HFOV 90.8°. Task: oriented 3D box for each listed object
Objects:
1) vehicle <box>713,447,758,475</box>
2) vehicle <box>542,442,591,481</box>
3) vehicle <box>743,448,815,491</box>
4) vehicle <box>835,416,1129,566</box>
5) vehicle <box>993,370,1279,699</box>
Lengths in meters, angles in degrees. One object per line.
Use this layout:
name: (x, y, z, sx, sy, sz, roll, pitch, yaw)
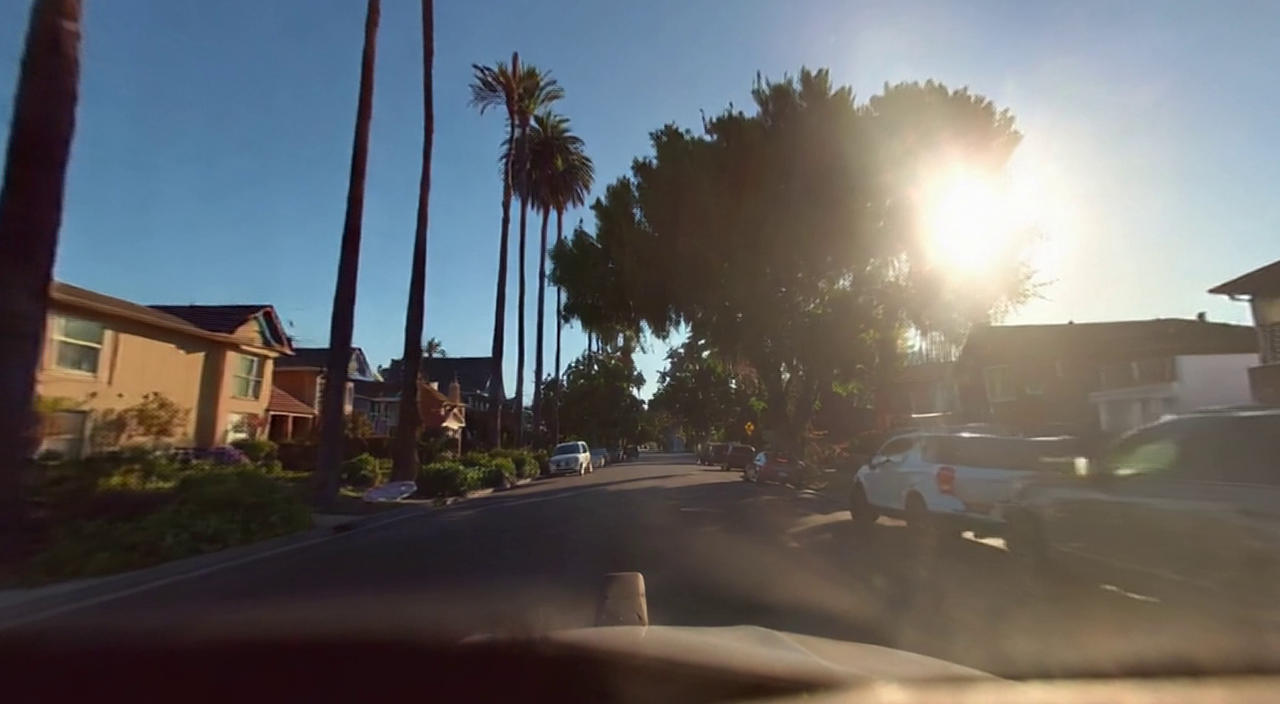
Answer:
vehicle: (5.633, 6.472, 37.761, 1.991, 1.554, 4.501, 0, -9, 0)
vehicle: (-3.900, 5.890, 34.292, 2.149, 1.877, 5.082, -2, -9, -1)
vehicle: (5.475, 4.665, 25.419, 2.056, 1.464, 4.493, 2, -9, 2)
vehicle: (5.124, 2.160, 10.644, 2.131, 1.824, 5.229, 1, -9, 1)
vehicle: (4.590, 1.110, 3.829, 2.166, 1.766, 5.186, 3, -9, 3)
